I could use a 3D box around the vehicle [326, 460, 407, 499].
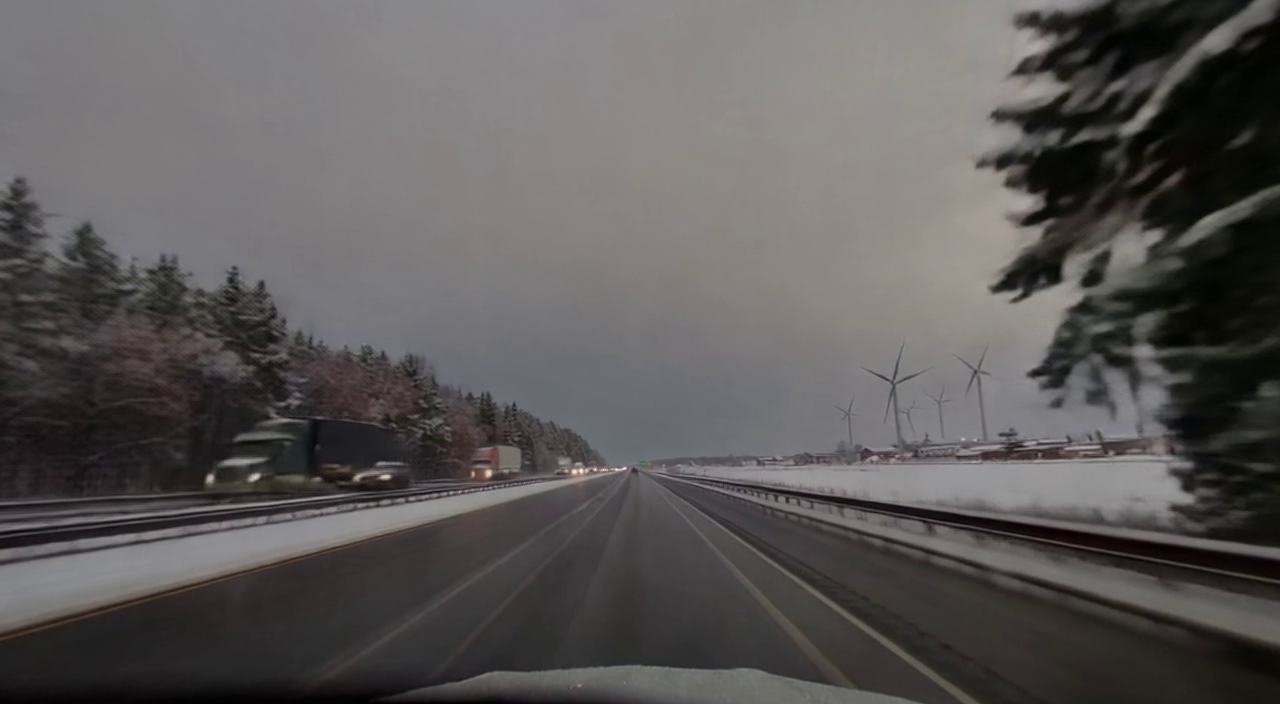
[{"bbox_3d":[-12.628,5.911,29.378,1.954,1.664,3.938,1,-11,-1],"label":"vehicle"}]

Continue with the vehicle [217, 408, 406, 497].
[{"bbox_3d":[-16.887,5.672,34.476,2.814,3.790,14.222,1,-11,-1],"label":"vehicle"}]
